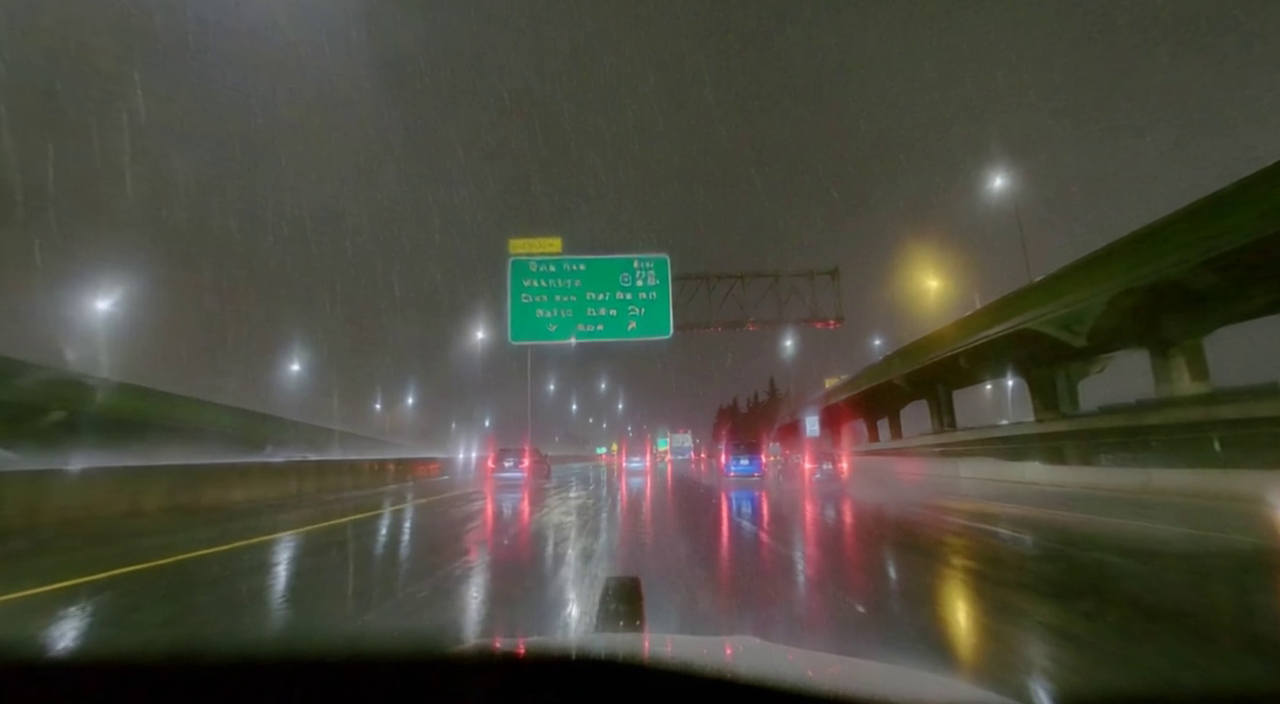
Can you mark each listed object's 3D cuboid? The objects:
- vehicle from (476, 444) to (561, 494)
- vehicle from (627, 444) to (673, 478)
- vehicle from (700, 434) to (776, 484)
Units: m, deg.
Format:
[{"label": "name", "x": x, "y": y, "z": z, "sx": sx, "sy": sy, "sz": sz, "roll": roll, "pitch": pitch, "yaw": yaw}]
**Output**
[{"label": "vehicle", "x": -3.996, "y": 3.916, "z": 21.483, "sx": 2.031, "sy": 1.491, "sz": 4.145, "roll": 0, "pitch": -9, "yaw": 1}, {"label": "vehicle", "x": 0.460, "y": 5.193, "z": 30.314, "sx": 2.089, "sy": 1.493, "sz": 3.964, "roll": 0, "pitch": -9, "yaw": 0}, {"label": "vehicle", "x": 3.649, "y": 4.086, "z": 24.257, "sx": 2.202, "sy": 1.748, "sz": 4.158, "roll": 0, "pitch": -9, "yaw": -1}]
